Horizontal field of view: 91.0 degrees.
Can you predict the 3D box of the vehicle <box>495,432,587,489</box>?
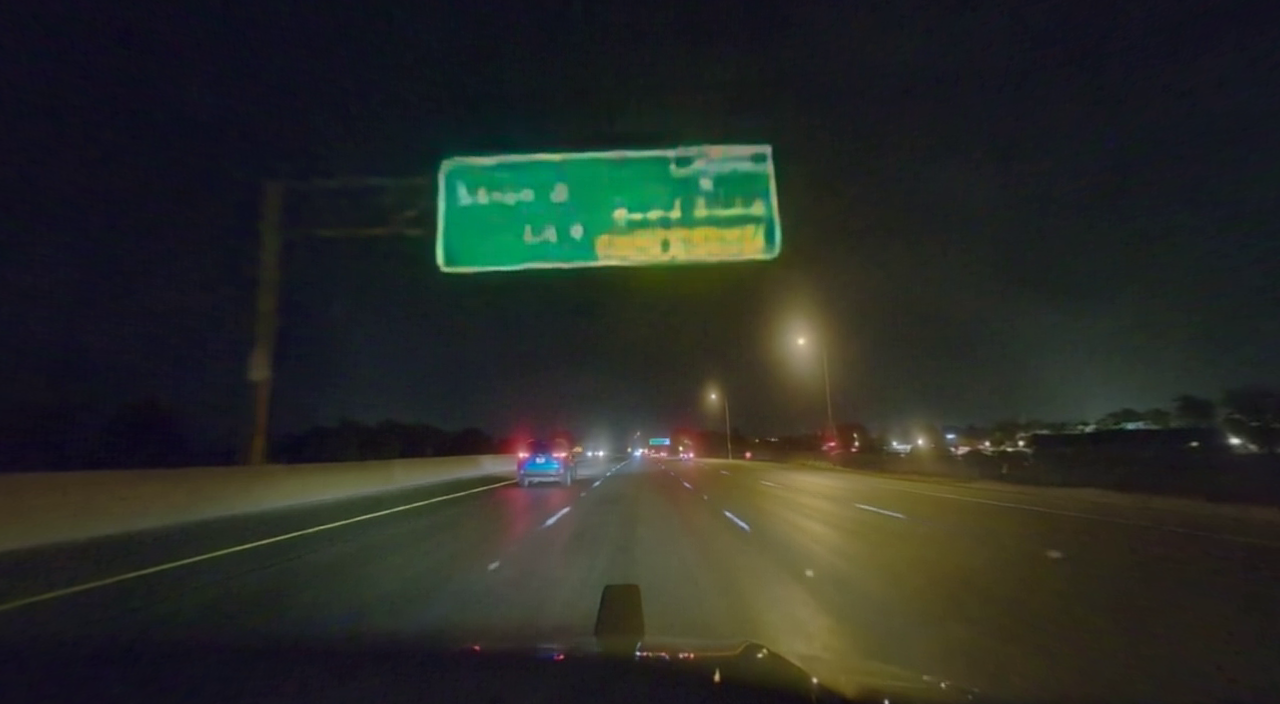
[{"bbox_3d":[-3.609,4.120,24.308,2.431,1.928,5.760,0,-9,1],"label":"vehicle"}]
